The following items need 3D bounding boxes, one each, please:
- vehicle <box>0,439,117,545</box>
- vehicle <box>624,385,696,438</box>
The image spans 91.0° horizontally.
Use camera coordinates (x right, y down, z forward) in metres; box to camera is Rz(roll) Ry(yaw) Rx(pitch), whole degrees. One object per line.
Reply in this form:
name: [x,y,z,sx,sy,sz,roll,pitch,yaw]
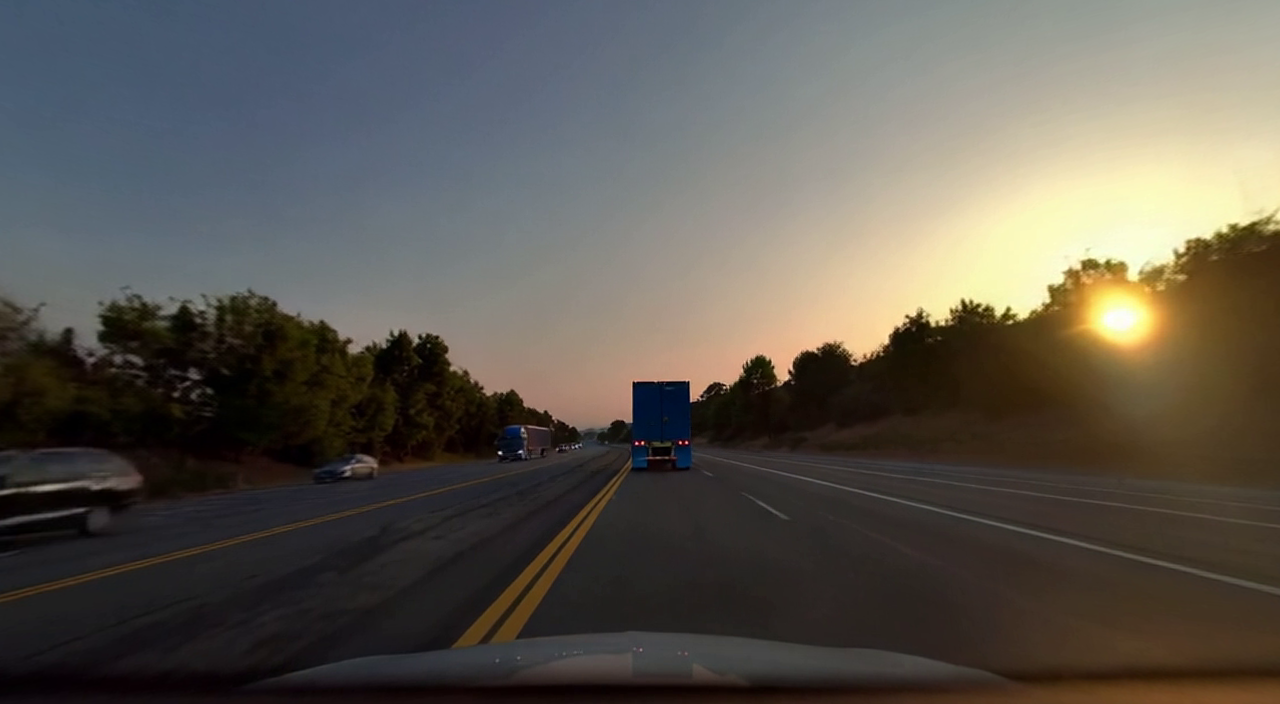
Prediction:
vehicle: [-11.455,2.323,10.468,1.873,1.712,4.097,0,-8,1]
vehicle: [0.666,2.493,25.357,2.509,1.890,4.732,0,-8,-3]
